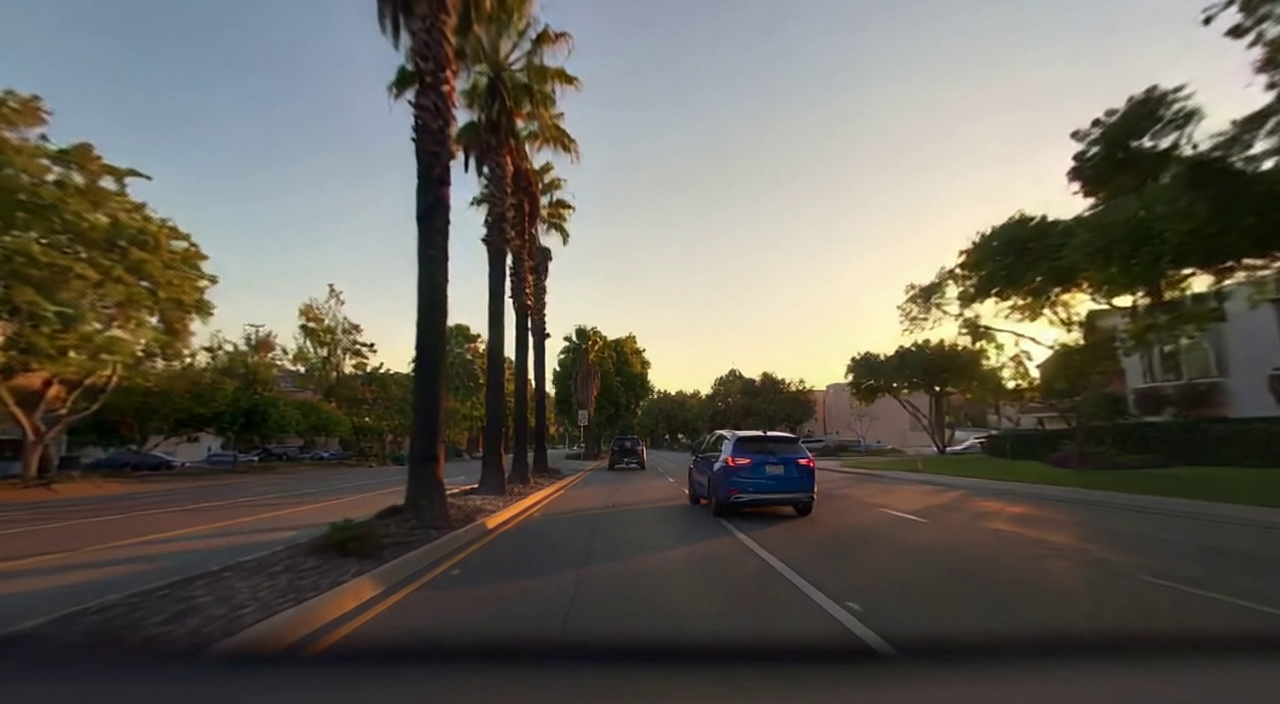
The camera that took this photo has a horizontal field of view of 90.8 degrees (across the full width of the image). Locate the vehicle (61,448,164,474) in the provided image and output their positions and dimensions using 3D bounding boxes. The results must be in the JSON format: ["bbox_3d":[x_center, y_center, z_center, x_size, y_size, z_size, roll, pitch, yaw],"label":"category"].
[{"bbox_3d":[-31.756,6.578,38.096,4.404,1.487,1.868,0,-8,-3],"label":"vehicle"}]

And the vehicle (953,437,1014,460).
[{"bbox_3d":[23.900,6.733,44.106,2.004,1.519,3.714,0,-8,-3],"label":"vehicle"}]

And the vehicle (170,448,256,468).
[{"bbox_3d":[-32.216,7.965,47.755,4.903,1.451,2.031,0,-8,-2],"label":"vehicle"}]

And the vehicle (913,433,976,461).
[{"bbox_3d":[21.134,6.591,44.038,1.894,1.784,4.571,0,-8,-3],"label":"vehicle"}]

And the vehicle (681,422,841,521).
[{"bbox_3d":[2.254,2.390,13.201,2.239,1.693,4.301,0,-8,-3],"label":"vehicle"}]

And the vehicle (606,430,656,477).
[{"bbox_3d":[-0.386,4.305,26.966,1.981,1.854,3.983,0,-8,-1],"label":"vehicle"}]

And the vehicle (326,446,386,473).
[{"bbox_3d":[-19.897,7.534,44.480,2.029,1.723,4.639,0,-8,1],"label":"vehicle"}]
